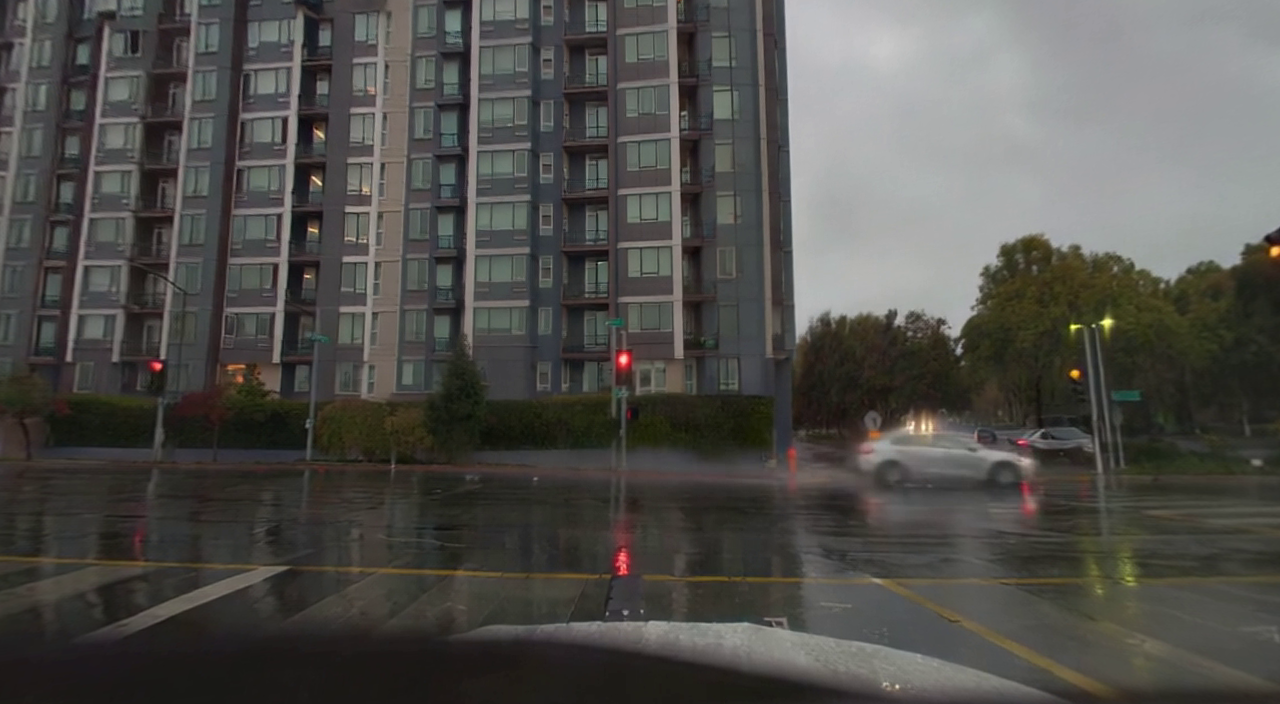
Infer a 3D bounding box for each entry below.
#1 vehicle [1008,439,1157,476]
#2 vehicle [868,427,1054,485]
[{"bbox_3d":[18.606,4.456,26.687,4.823,1.458,1.914,0,-9,-1],"label":"vehicle"},{"bbox_3d":[10.464,3.428,20.867,4.980,1.792,2.042,0,-9,1],"label":"vehicle"}]
